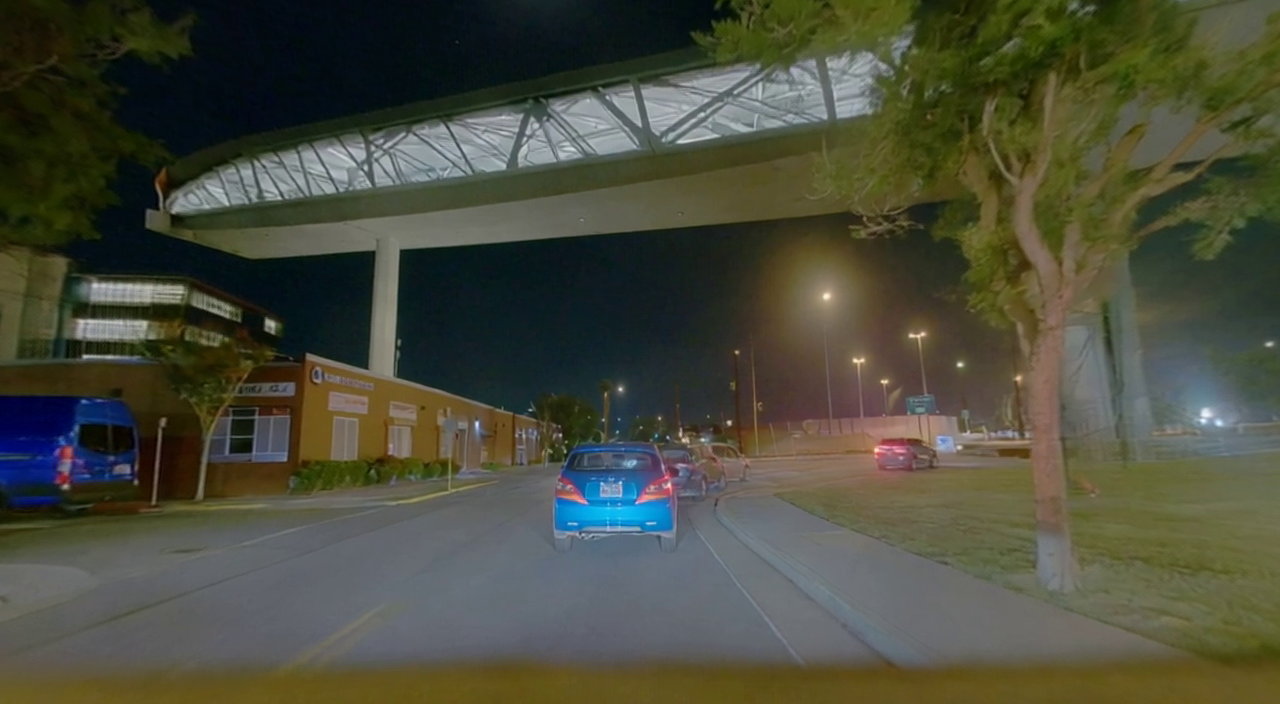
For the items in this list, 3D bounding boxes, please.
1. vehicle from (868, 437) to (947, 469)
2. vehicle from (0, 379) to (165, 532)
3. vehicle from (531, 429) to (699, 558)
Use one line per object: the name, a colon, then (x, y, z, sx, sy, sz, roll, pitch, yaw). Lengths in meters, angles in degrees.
vehicle: (16.434, 6.179, 38.729, 4.425, 1.828, 2.032, 4, -10, -28)
vehicle: (-13.517, 2.075, 12.909, 5.356, 2.762, 2.644, 0, -9, 1)
vehicle: (-0.235, 2.116, 10.258, 2.087, 1.578, 4.652, 0, -9, 2)
